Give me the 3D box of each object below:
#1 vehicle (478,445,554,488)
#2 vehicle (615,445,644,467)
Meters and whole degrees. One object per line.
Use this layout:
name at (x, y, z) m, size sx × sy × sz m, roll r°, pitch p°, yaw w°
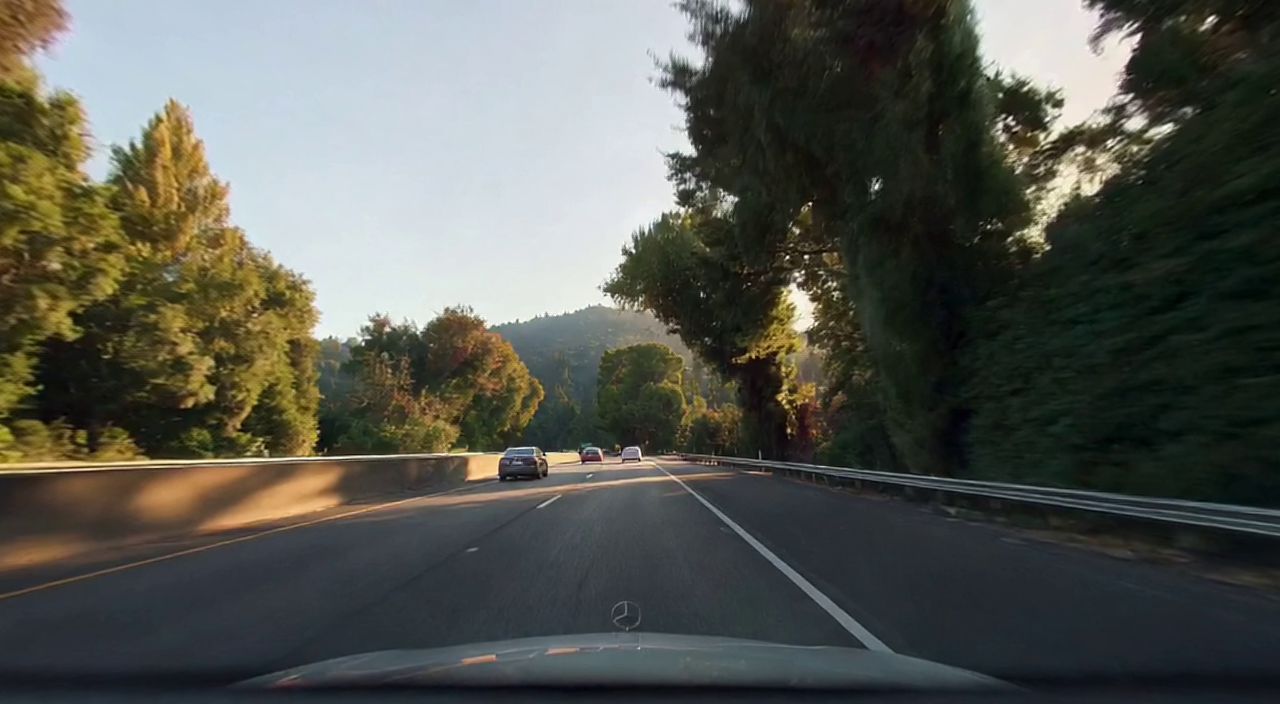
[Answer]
vehicle at (-4.633, 4.346, 24.284) m, size 2.052 × 1.468 × 4.390 m, roll 0°, pitch -9°, yaw 0°
vehicle at (-0.870, 7.975, 48.581) m, size 2.070 × 1.603 × 4.806 m, roll 0°, pitch -9°, yaw -3°
